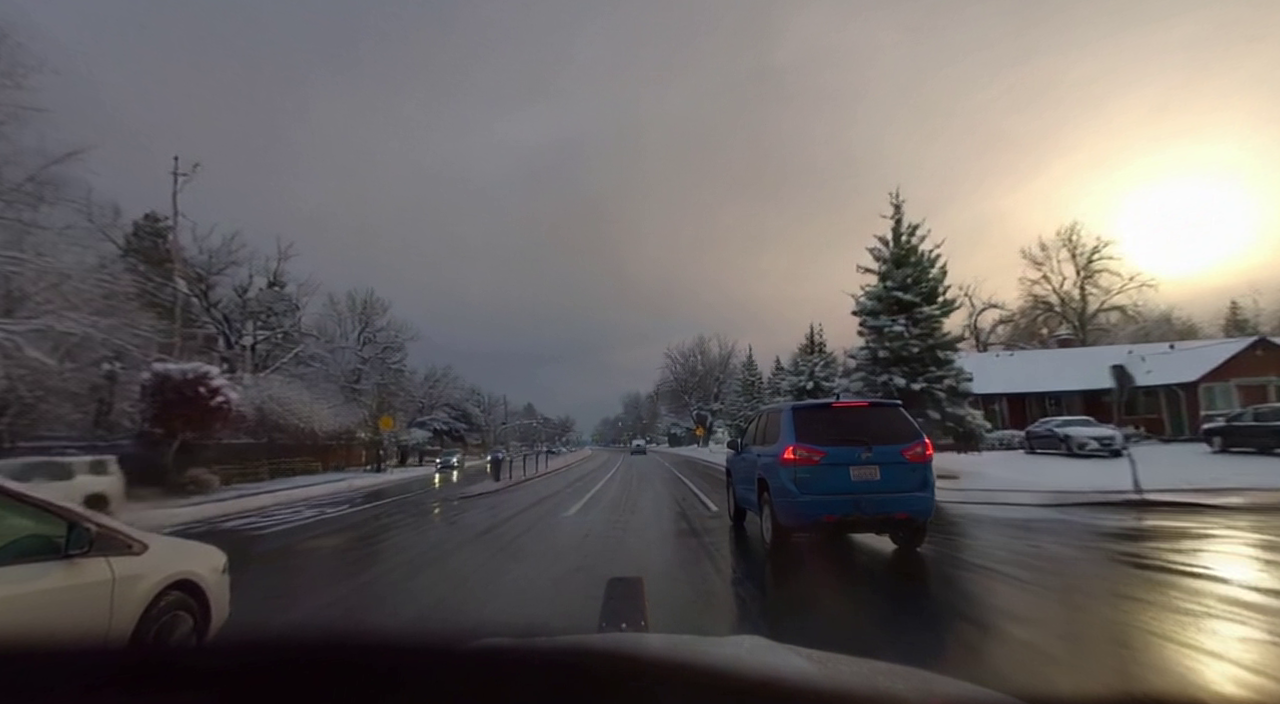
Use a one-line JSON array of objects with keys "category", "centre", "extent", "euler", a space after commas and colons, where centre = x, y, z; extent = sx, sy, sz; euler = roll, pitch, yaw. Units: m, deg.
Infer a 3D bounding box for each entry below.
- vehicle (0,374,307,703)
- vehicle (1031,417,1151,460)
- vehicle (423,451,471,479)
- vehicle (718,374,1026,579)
[{"category": "vehicle", "centre": [-3.341, 0.879, 2.007], "extent": [2.058, 1.659, 4.514], "euler": [0, -8, 0]}, {"category": "vehicle", "centre": [16.939, 3.289, 23.892], "extent": [1.822, 1.496, 3.560], "euler": [0, -8, -1]}, {"category": "vehicle", "centre": [-13.261, 7.757, 43.542], "extent": [2.002, 1.729, 4.441], "euler": [0, -8, -2]}, {"category": "vehicle", "centre": [2.691, 1.668, 9.232], "extent": [2.338, 2.063, 5.592], "euler": [0, -8, 0]}]
